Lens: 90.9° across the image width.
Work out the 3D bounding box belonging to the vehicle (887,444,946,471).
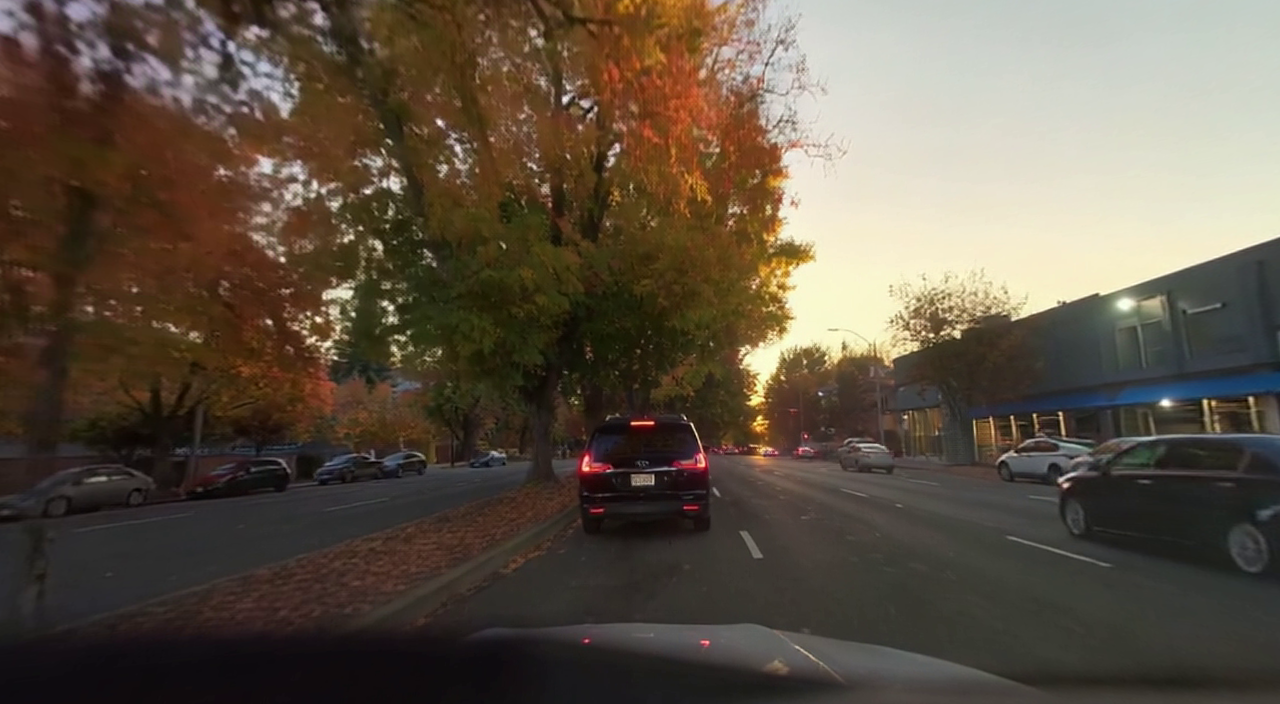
[{"bbox_3d":[15.973,6.102,36.620,1.916,1.452,3.811,0,-9,5],"label":"vehicle"}]

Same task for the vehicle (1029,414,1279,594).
[{"bbox_3d":[6.545,1.489,6.709,1.928,1.529,4.917,-1,-8,4],"label":"vehicle"}]

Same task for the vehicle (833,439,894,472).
[{"bbox_3d":[12.645,5.868,35.993,2.040,1.738,4.414,0,-8,2],"label":"vehicle"}]

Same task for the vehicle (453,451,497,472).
[{"bbox_3d":[-12.824,8.554,49.384,1.995,1.466,4.580,-1,-8,3],"label":"vehicle"}]

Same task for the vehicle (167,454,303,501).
[{"bbox_3d":[-14.648,4.522,23.170,1.877,1.445,4.436,-1,-8,3],"label":"vehicle"}]

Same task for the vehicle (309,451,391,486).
[{"bbox_3d":[-14.245,5.698,31.236,1.947,1.558,4.065,0,-8,3],"label":"vehicle"}]

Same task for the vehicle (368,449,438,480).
[{"bbox_3d":[-13.688,6.511,36.828,1.921,1.621,4.930,-1,-8,3],"label":"vehicle"}]

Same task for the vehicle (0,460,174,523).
[{"bbox_3d":[-15.251,3.648,17.018,1.797,1.351,4.300,-1,-8,5],"label":"vehicle"}]

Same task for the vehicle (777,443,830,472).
[{"bbox_3d":[8.698,5.630,33.950,1.886,1.464,4.290,0,-8,2],"label":"vehicle"}]

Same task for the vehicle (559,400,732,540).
[{"bbox_3d":[0.245,1.934,10.970,2.344,1.863,4.665,-1,-8,4],"label":"vehicle"}]
